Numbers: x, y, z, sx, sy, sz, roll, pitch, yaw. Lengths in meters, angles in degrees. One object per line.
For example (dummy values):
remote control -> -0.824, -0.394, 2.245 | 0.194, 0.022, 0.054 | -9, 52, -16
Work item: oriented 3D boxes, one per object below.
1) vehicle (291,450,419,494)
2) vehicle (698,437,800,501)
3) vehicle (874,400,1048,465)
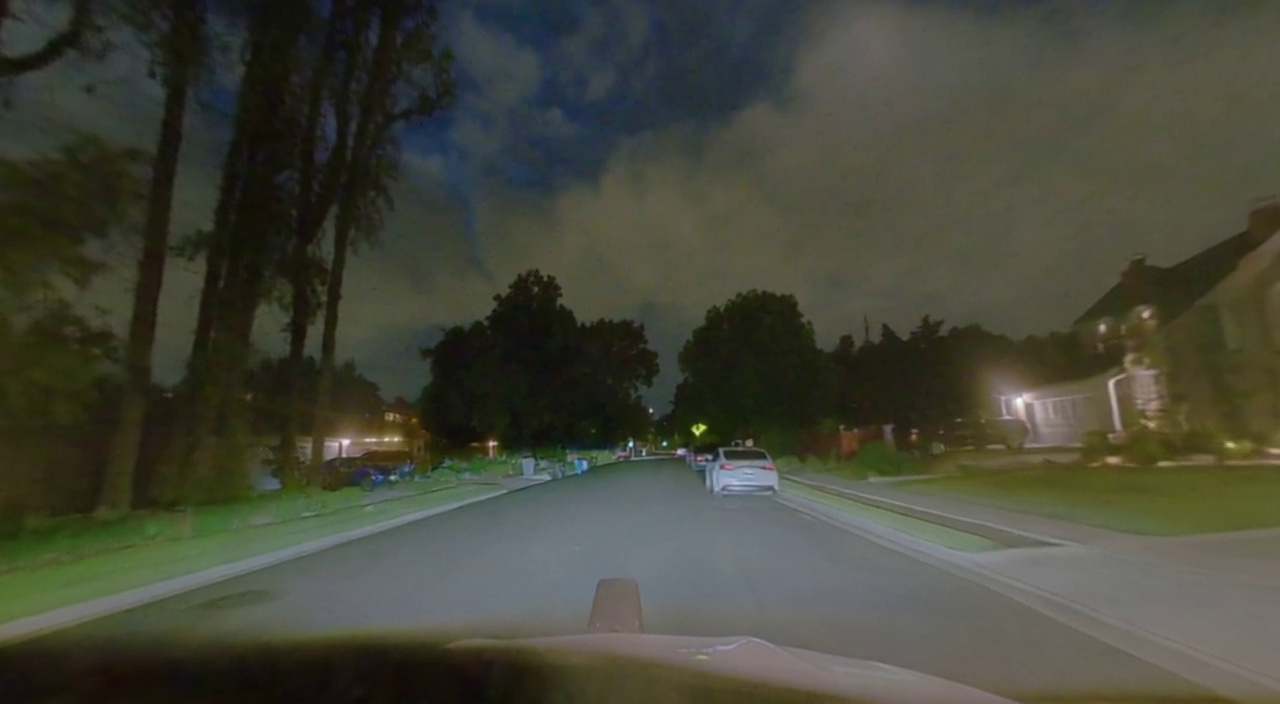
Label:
vehicle -> -12.230, 5.149, 27.322 | 4.511, 1.809, 2.018 | -1, -8, 3
vehicle -> 2.790, 3.120, 17.330 | 2.009, 1.506, 4.698 | 0, -8, 0
vehicle -> 11.057, 2.850, 22.133 | 4.861, 1.911, 2.181 | 1, -12, 4
